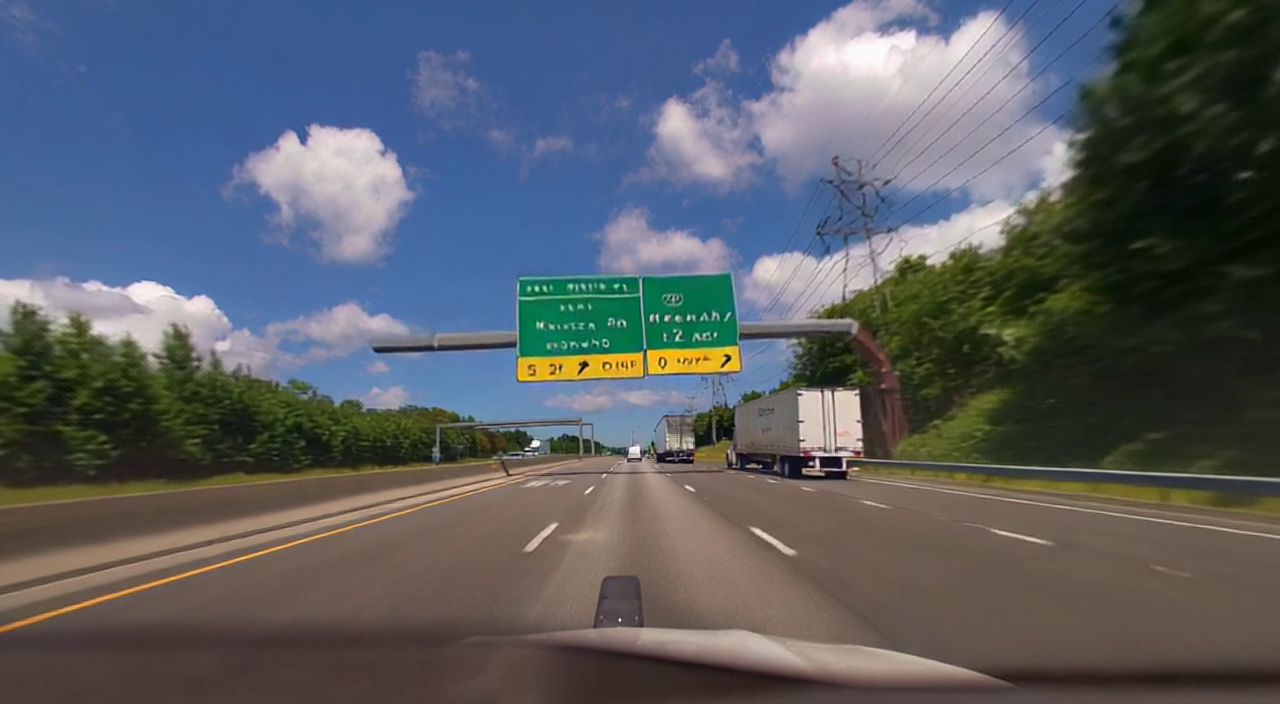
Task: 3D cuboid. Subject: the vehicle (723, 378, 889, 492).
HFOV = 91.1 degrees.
[{"bbox_3d":[7.205,4.352,31.720,3.400,4.134,17.388,0,-9,-1],"label":"vehicle"}]
